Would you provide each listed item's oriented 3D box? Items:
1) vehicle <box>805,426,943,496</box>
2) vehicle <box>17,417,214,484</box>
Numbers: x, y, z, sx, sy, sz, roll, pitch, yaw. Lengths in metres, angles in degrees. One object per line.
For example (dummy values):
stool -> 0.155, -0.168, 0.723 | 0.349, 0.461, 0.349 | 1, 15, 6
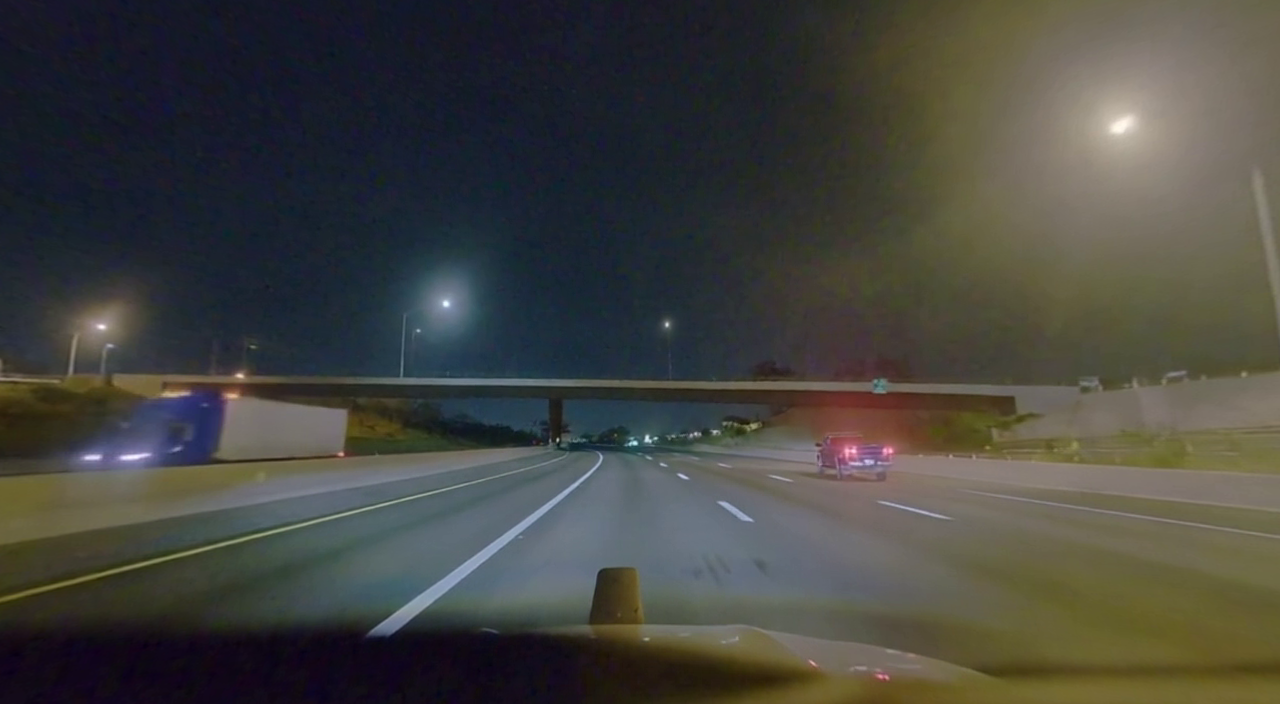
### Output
vehicle -> 6.448, 3.061, 18.117 | 2.104, 1.723, 4.538 | 0, -8, -2
vehicle -> -18.566, 3.547, 22.901 | 2.304, 2.114, 5.659 | 0, -8, -1
